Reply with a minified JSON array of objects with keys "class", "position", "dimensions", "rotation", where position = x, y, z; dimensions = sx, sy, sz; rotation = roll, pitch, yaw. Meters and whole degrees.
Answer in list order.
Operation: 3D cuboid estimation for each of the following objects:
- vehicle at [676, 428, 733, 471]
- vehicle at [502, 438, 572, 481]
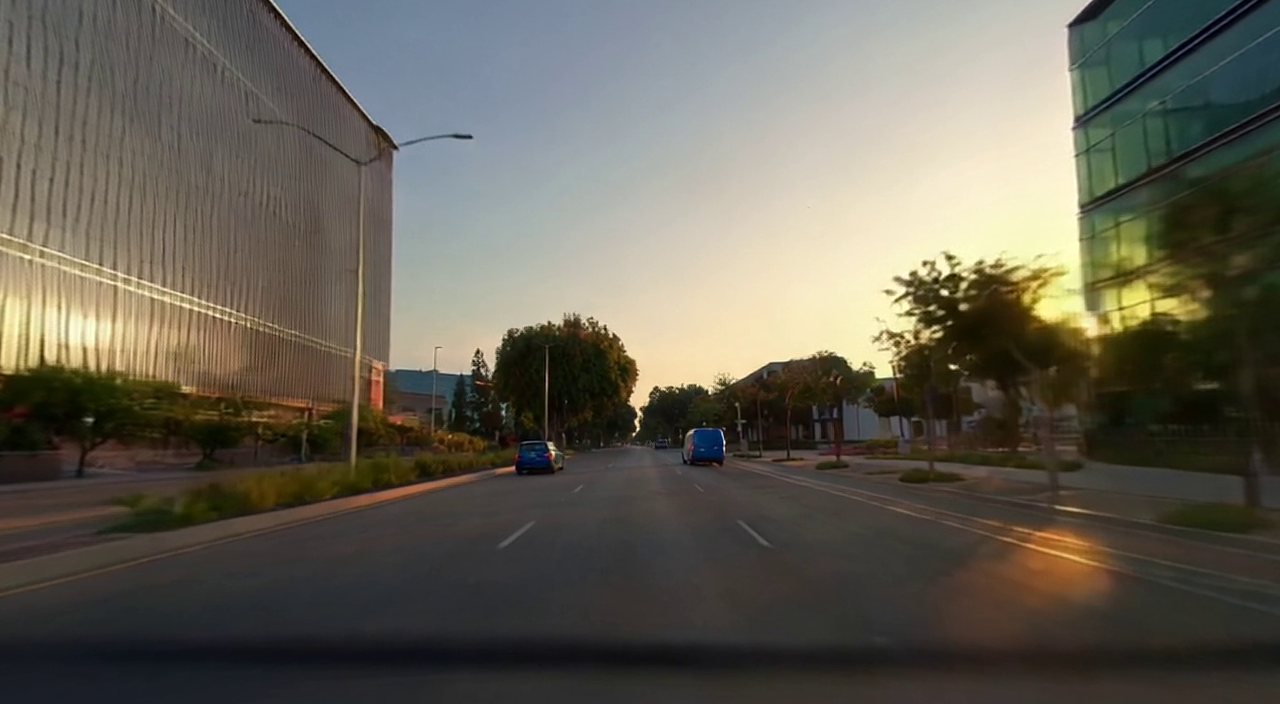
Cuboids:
[{"class":"vehicle","position":[3.089,4.837,31.340],"dimensions":[2.200,1.914,5.145],"rotation":[0,-8,-1]},{"class":"vehicle","position":[-3.763,3.989,23.703],"dimensions":[1.864,1.464,4.195],"rotation":[0,-8,1]}]
